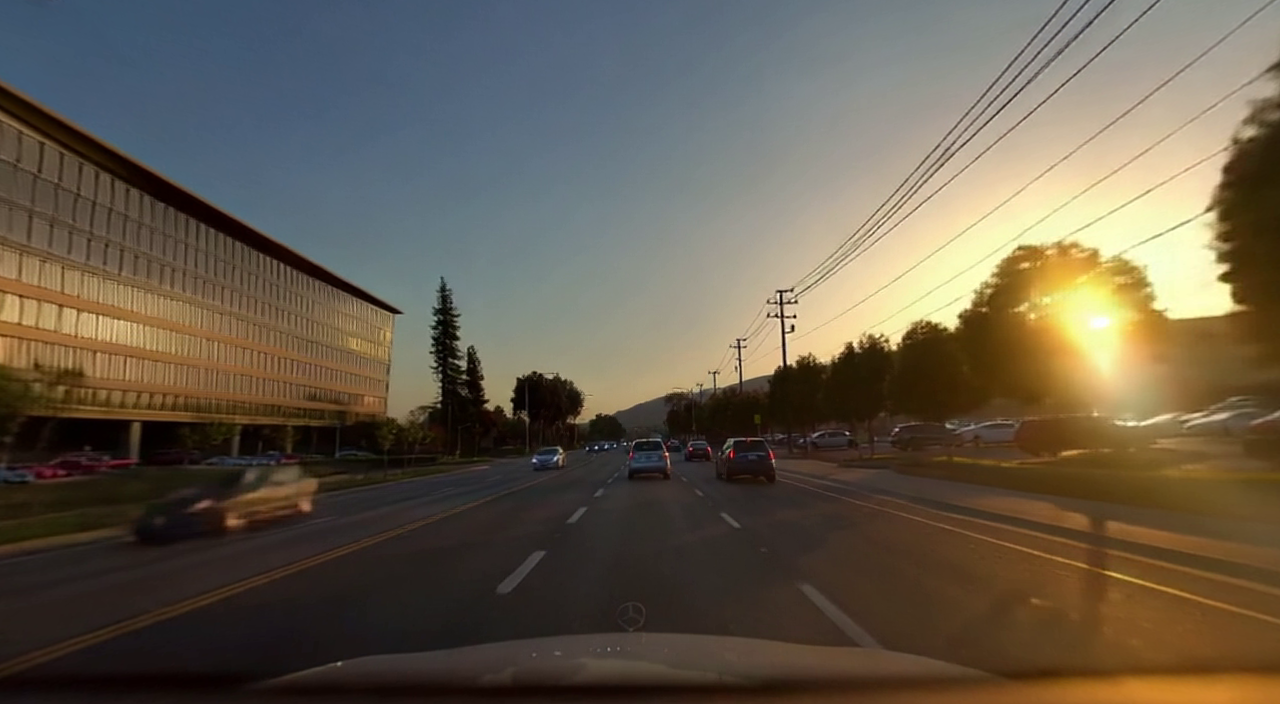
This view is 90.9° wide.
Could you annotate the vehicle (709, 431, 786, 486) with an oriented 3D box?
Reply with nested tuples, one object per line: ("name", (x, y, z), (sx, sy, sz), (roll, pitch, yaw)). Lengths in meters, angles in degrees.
("vehicle", (3.583, 3.637, 21.726), (1.914, 1.698, 4.049), (0, -9, 0))

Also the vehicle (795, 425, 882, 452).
("vehicle", (15.333, 6.695, 48.812), (5.731, 1.720, 2.822), (-8, -10, 31))

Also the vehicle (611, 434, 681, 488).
("vehicle", (0.220, 3.754, 22.019), (2.200, 1.653, 4.127), (0, -8, 1))

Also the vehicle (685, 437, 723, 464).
("vehicle", (4.192, 6.533, 41.955), (2.024, 1.711, 4.512), (0, -8, 0))

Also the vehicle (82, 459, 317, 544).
("vehicle", (-9.680, 3.266, 14.476), (2.040, 1.507, 4.598), (-1, -8, 1))

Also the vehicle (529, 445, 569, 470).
("vehicle", (-6.018, 7.055, 42.231), (1.947, 1.541, 4.280), (-1, -9, 1))

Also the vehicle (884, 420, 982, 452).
("vehicle", (16.180, 4.696, 35.010), (4.392, 1.709, 2.002), (0, -9, -1))
